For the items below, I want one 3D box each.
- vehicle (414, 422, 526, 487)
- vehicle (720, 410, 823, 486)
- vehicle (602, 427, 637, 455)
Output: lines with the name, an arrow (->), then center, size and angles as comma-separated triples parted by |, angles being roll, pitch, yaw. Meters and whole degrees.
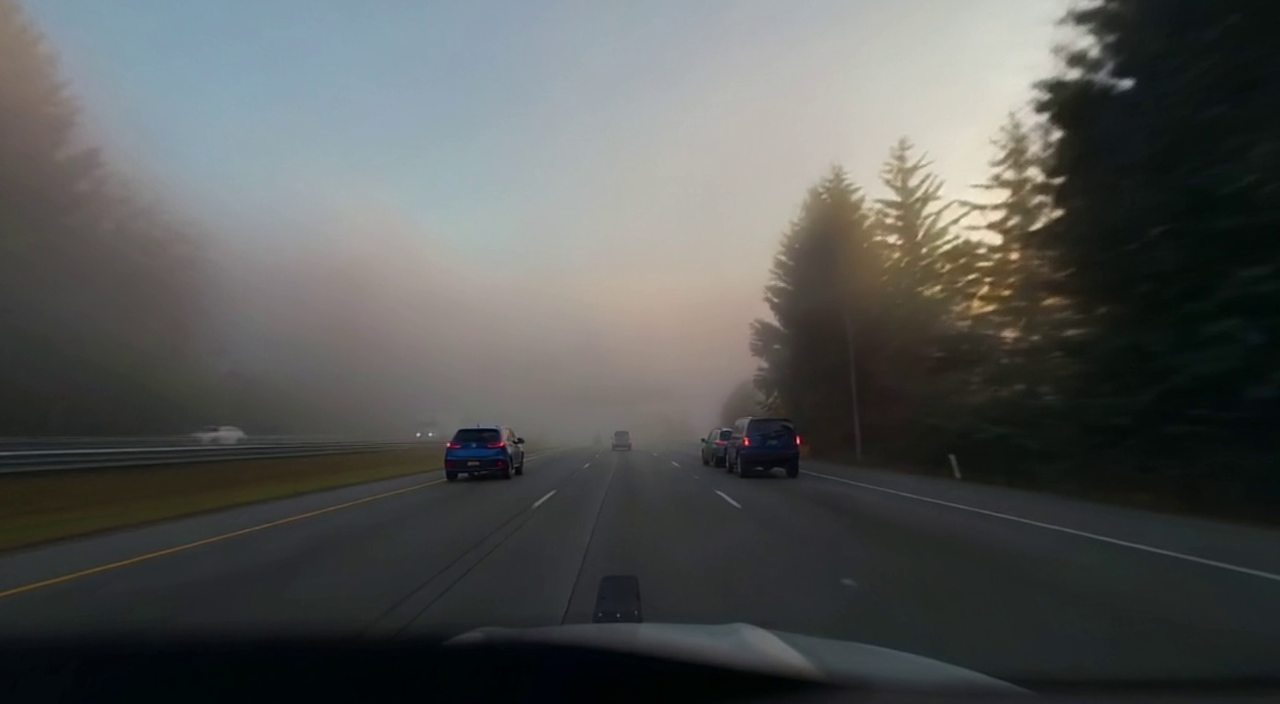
vehicle -> -4.582, 2.808, 17.716 | 2.100, 1.590, 4.077 | 0, -7, -1
vehicle -> 3.550, 2.627, 17.651 | 1.976, 1.905, 3.263 | 0, -7, -3
vehicle -> -1.323, 5.699, 40.504 | 2.159, 1.690, 3.720 | 0, -7, -3
